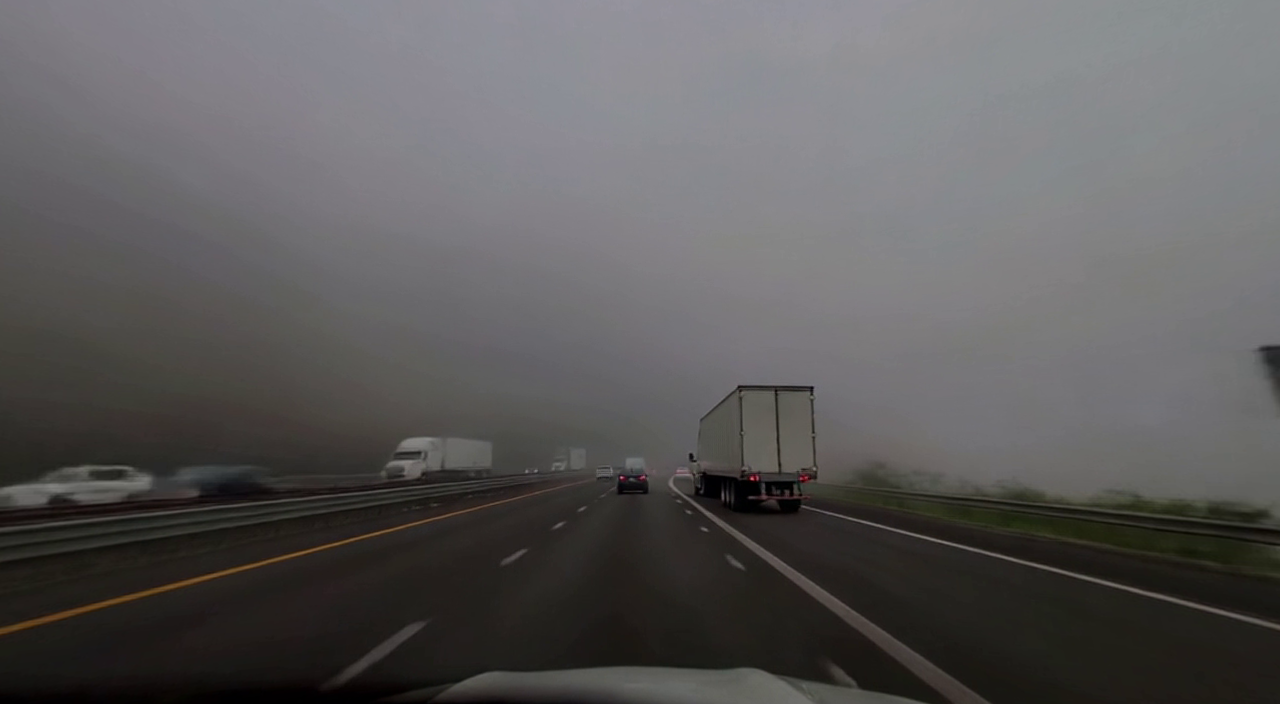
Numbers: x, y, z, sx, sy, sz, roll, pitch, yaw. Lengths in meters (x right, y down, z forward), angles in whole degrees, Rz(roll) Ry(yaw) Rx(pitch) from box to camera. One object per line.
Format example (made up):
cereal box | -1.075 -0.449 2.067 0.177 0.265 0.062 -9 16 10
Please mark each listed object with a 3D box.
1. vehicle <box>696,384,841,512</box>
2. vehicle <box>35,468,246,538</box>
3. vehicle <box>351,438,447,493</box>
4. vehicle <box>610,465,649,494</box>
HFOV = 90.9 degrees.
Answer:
vehicle | 4.702 4.325 27.239 3.218 4.001 14.492 1 -10 0
vehicle | -11.911 3.590 15.478 1.806 1.449 4.063 1 -10 0
vehicle | -15.678 7.525 41.844 2.912 3.234 8.258 1 -10 1
vehicle | -0.541 6.958 34.516 2.010 1.436 3.973 1 -10 0
